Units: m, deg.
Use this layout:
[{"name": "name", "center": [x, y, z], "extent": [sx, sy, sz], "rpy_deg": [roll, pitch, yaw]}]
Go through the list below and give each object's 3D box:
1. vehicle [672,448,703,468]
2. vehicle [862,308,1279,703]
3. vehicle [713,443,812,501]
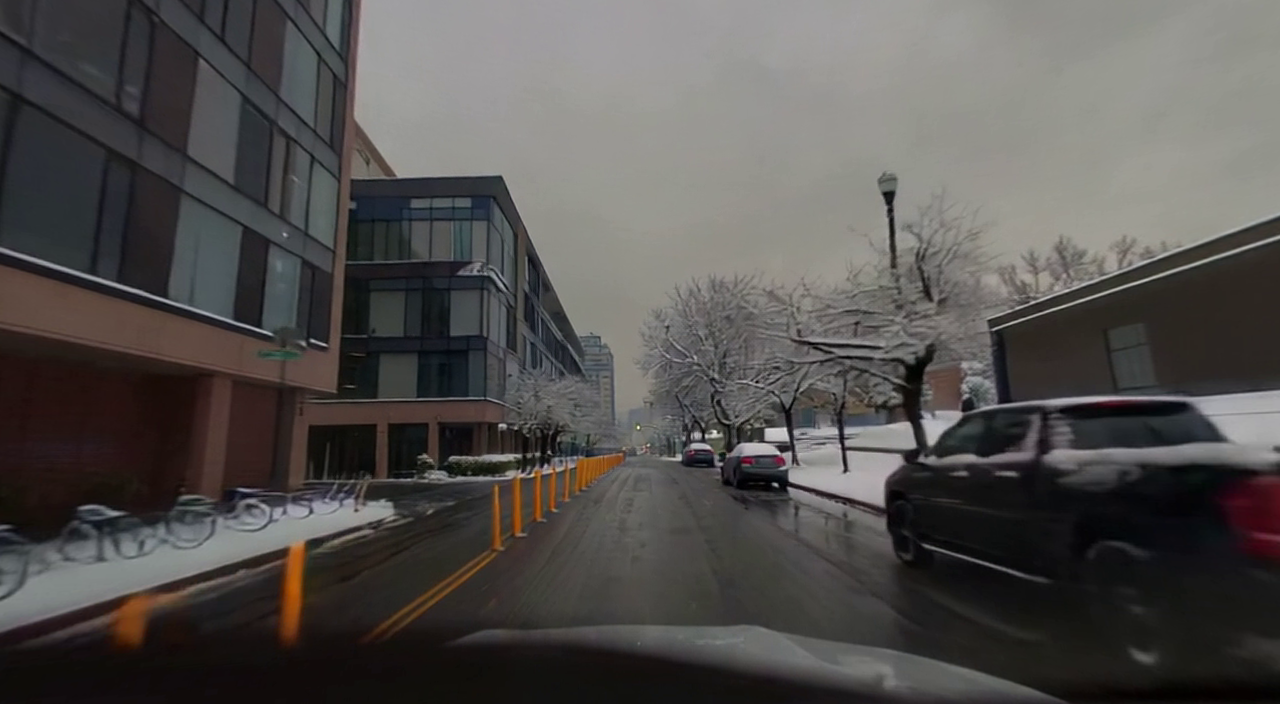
[{"name": "vehicle", "center": [3.682, 8.216, 49.328], "extent": [2.020, 1.448, 4.220], "rpy_deg": [-1, -9, -1]}, {"name": "vehicle", "center": [3.731, 1.088, 4.877], "extent": [2.180, 1.869, 4.736], "rpy_deg": [-1, -9, -1]}, {"name": "vehicle", "center": [3.421, 3.440, 18.641], "extent": [1.963, 1.445, 4.948], "rpy_deg": [-1, -9, 1]}]
